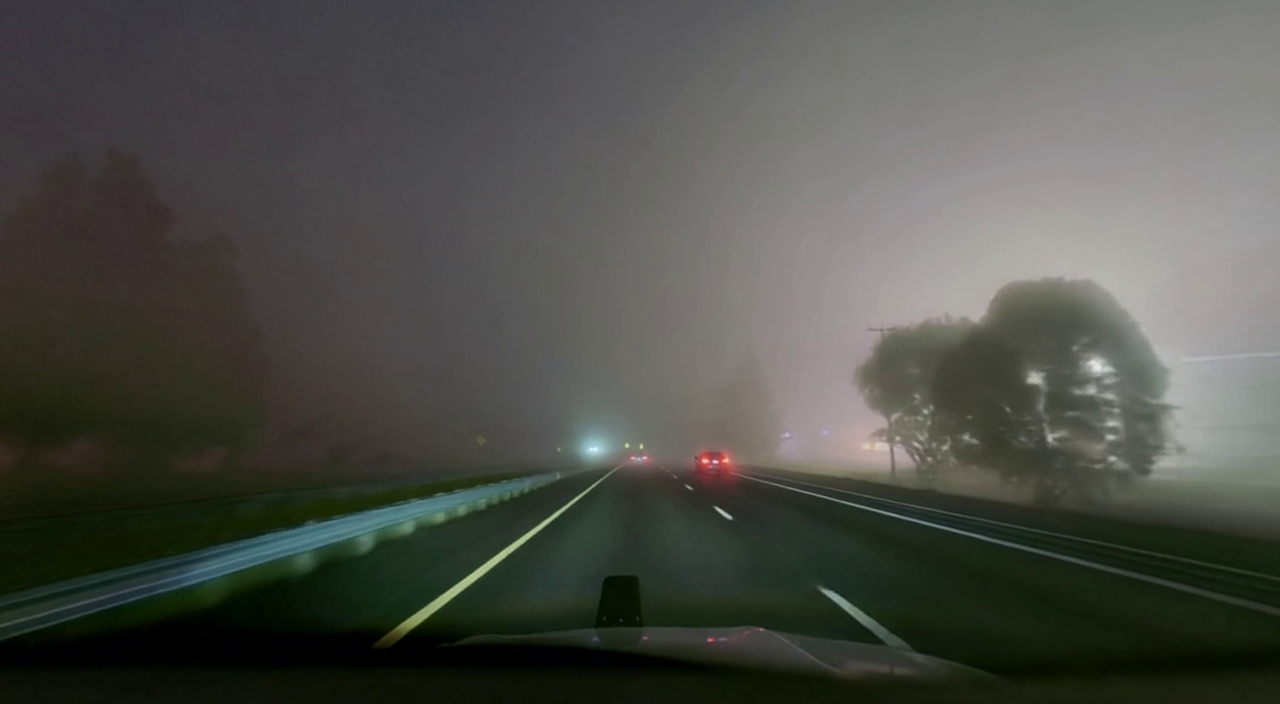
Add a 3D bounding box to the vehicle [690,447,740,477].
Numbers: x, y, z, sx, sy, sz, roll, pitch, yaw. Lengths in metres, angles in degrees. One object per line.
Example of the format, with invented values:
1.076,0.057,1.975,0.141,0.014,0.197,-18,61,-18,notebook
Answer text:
3.955,5.919,34.070,2.115,1.522,4.330,0,-9,-1,vehicle
